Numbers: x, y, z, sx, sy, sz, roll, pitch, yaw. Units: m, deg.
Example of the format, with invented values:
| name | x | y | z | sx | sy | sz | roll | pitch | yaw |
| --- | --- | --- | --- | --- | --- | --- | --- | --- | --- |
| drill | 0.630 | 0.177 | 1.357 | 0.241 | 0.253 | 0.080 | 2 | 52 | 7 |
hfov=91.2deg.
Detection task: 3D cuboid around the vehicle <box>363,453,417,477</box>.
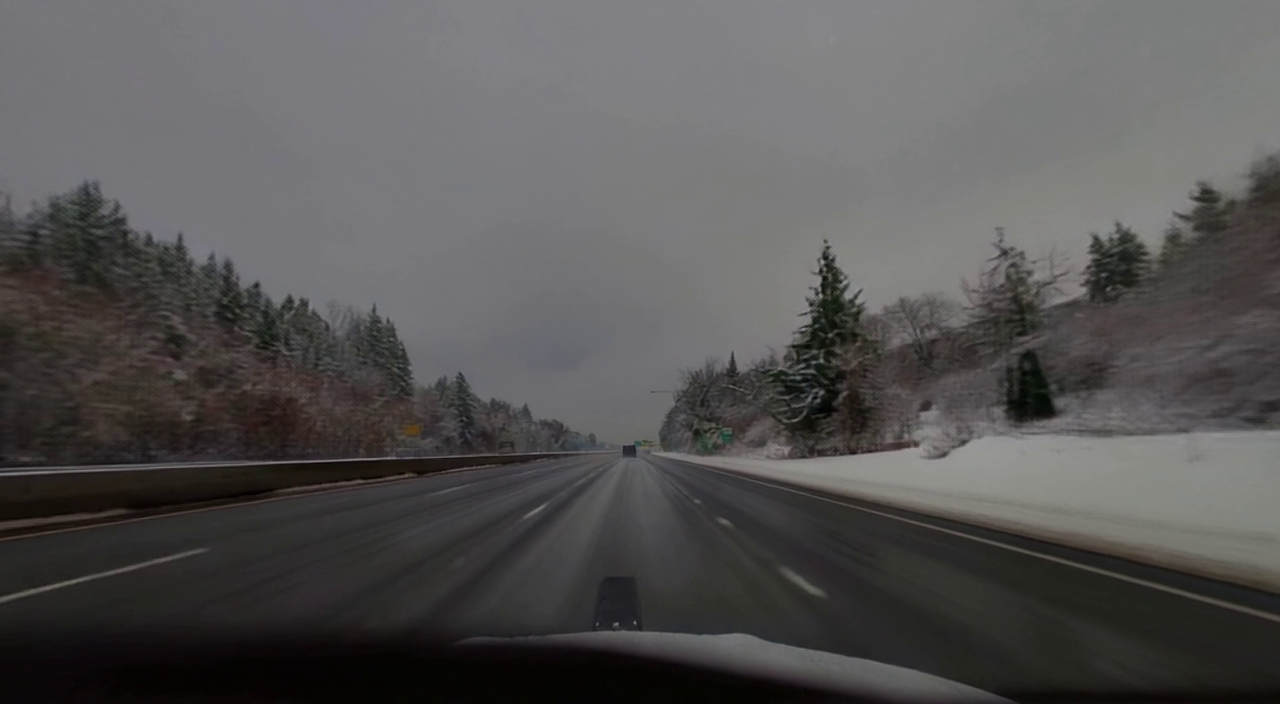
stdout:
| name | x | y | z | sx | sy | sz | roll | pitch | yaw |
| --- | --- | --- | --- | --- | --- | --- | --- | --- | --- |
| vehicle | -16.566 | 7.491 | 41.738 | 1.784 | 1.478 | 4.263 | 0 | -9 | 0 |
